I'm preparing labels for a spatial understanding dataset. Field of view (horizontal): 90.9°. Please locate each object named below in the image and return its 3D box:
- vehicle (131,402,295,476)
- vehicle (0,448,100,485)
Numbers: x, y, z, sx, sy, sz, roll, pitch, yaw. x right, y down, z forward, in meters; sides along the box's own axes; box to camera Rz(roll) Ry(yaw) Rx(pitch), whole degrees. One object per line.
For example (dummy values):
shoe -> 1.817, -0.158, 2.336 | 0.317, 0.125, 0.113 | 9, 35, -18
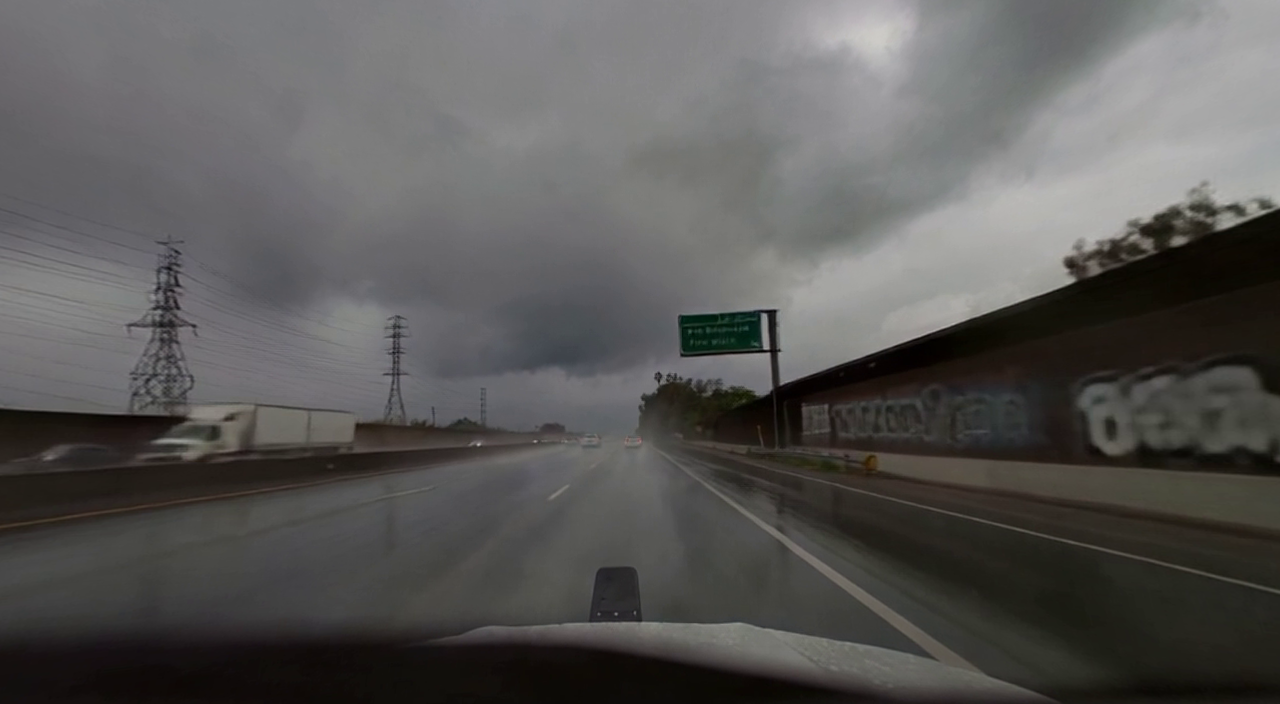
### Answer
vehicle -> -19.298, 4.007, 29.167 | 2.647, 2.975, 7.063 | 0, -8, -1
vehicle -> -27.638, 5.215, 29.064 | 1.818, 1.499, 4.204 | 1, -8, -2
